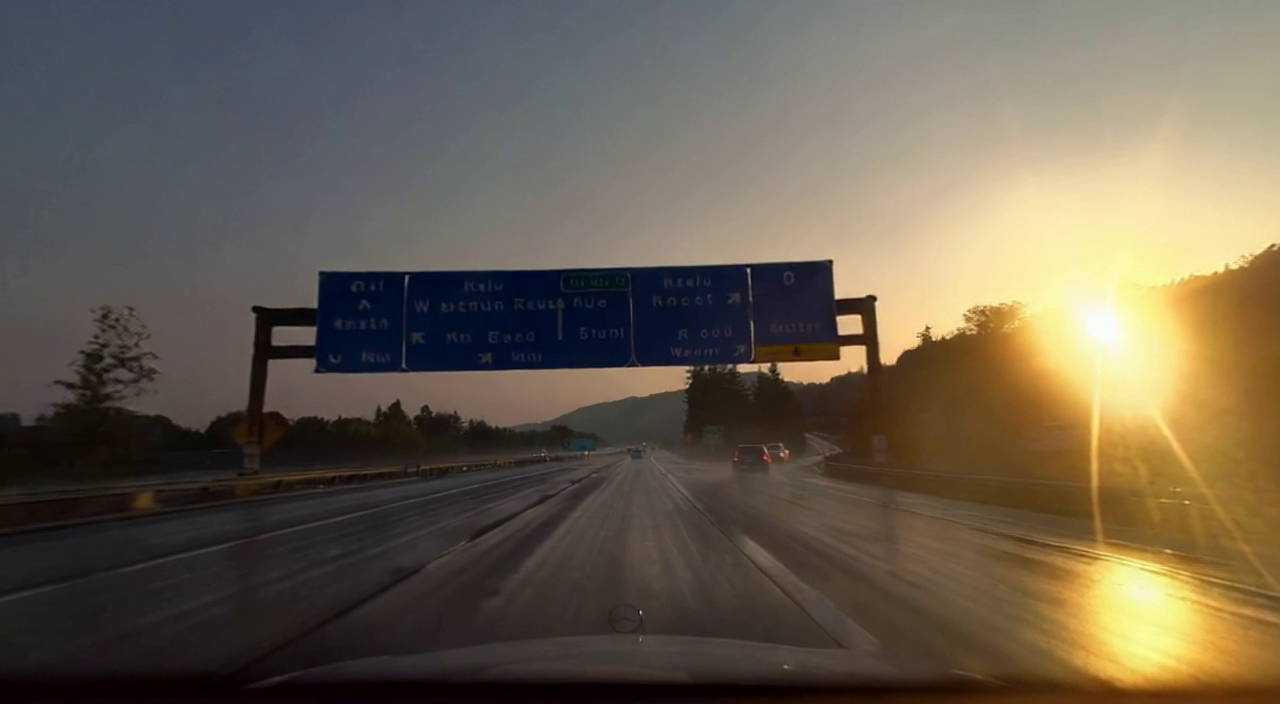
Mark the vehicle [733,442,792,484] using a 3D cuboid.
[{"bbox_3d":[5.511,5.018,28.904,2.133,1.746,4.511,-1,-9,5],"label":"vehicle"}]
